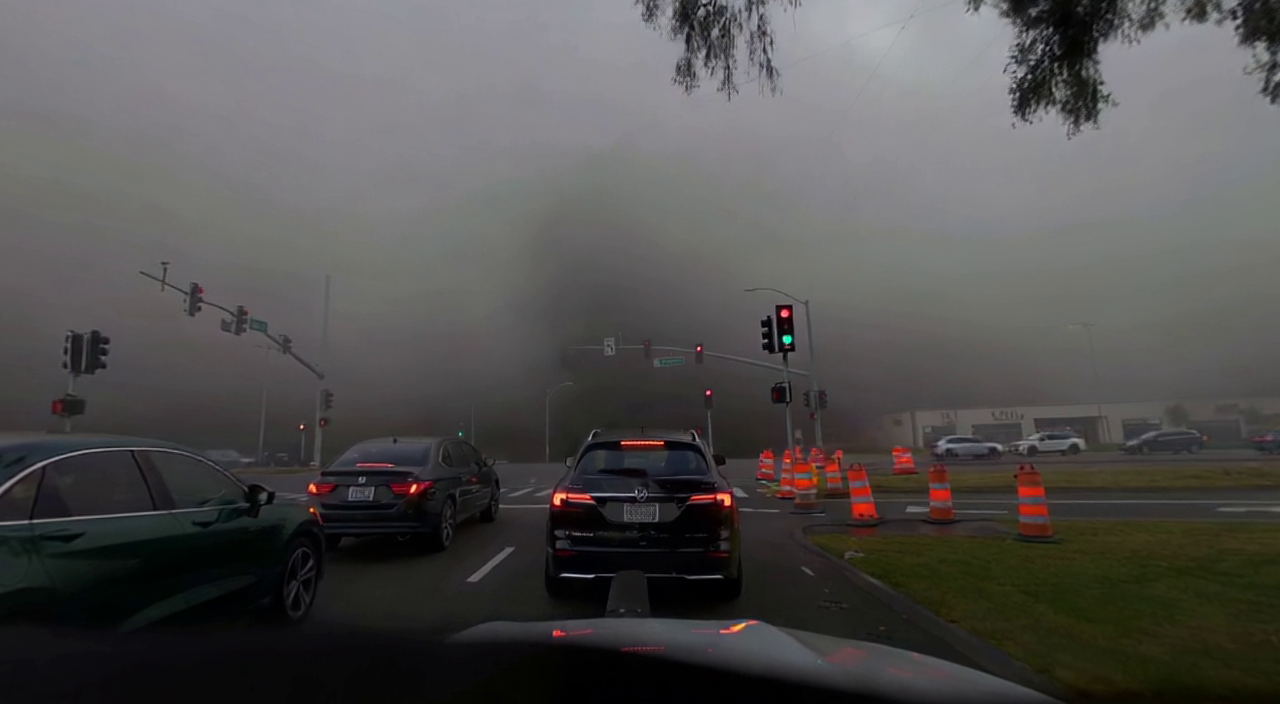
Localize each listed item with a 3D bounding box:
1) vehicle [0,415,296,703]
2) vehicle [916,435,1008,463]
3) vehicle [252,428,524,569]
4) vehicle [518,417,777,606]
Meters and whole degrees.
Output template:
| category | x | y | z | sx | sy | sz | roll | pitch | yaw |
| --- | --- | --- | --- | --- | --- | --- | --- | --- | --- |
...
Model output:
| category | x | y | z | sx | sy | sz | roll | pitch | yaw |
| --- | --- | --- | --- | --- | --- | --- | --- | --- | --- |
| vehicle | -3.584 | 0.945 | 2.147 | 2.064 | 1.497 | 4.722 | 0 | -9 | 1 |
| vehicle | 20.745 | 6.281 | 40.706 | 4.827 | 1.729 | 1.986 | 0 | -9 | 1 |
| vehicle | -3.276 | 1.996 | 9.451 | 1.989 | 1.541 | 4.626 | 0 | -9 | 2 |
| vehicle | 0.105 | 1.623 | 7.212 | 2.167 | 1.560 | 3.676 | 0 | -9 | 1 |
